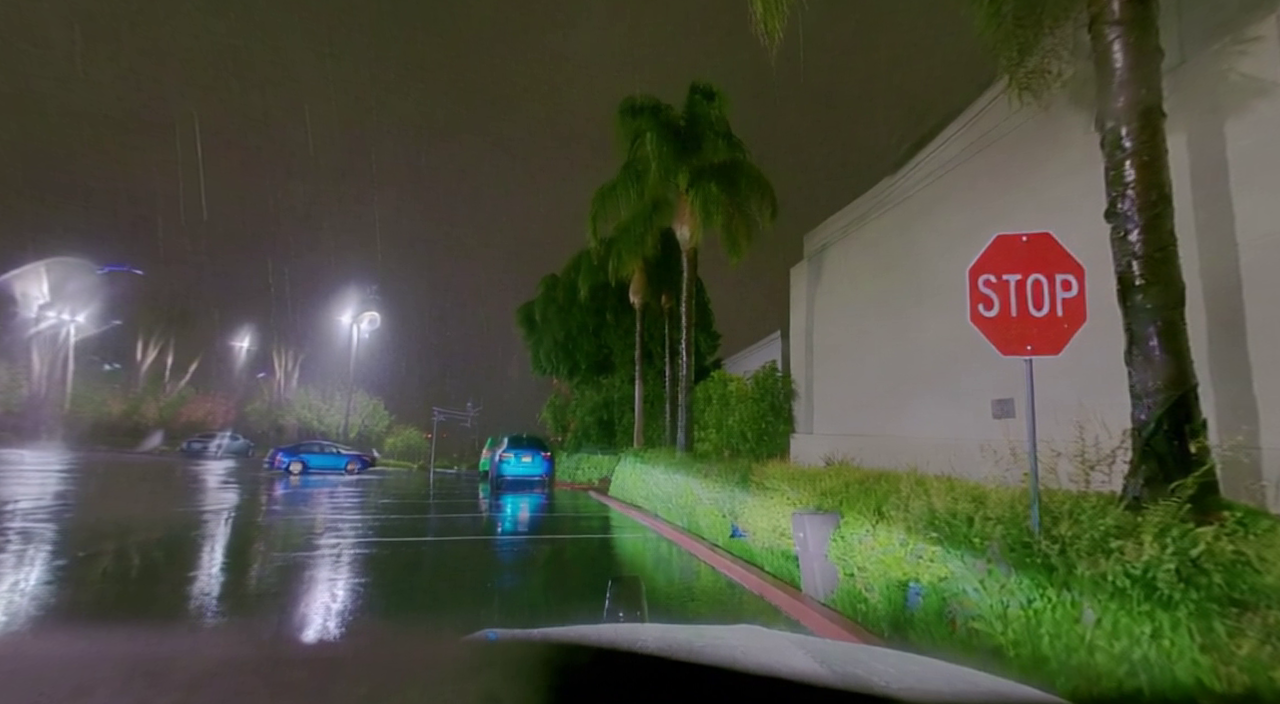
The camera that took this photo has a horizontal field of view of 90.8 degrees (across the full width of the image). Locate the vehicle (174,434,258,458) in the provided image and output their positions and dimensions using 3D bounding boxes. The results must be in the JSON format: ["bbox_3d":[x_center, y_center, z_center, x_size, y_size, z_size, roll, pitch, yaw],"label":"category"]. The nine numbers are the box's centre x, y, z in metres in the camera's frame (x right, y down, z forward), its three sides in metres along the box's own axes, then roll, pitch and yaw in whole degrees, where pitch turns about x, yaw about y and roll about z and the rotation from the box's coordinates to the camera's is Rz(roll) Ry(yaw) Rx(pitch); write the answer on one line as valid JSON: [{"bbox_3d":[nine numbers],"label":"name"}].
[{"bbox_3d":[-28.402,6.330,42.431,4.457,1.552,1.748,6,-10,-33],"label":"vehicle"}]

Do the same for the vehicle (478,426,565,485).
[{"bbox_3d":[-4.013,3.366,20.825,2.071,1.700,4.367,3,-9,-20],"label":"vehicle"}]
